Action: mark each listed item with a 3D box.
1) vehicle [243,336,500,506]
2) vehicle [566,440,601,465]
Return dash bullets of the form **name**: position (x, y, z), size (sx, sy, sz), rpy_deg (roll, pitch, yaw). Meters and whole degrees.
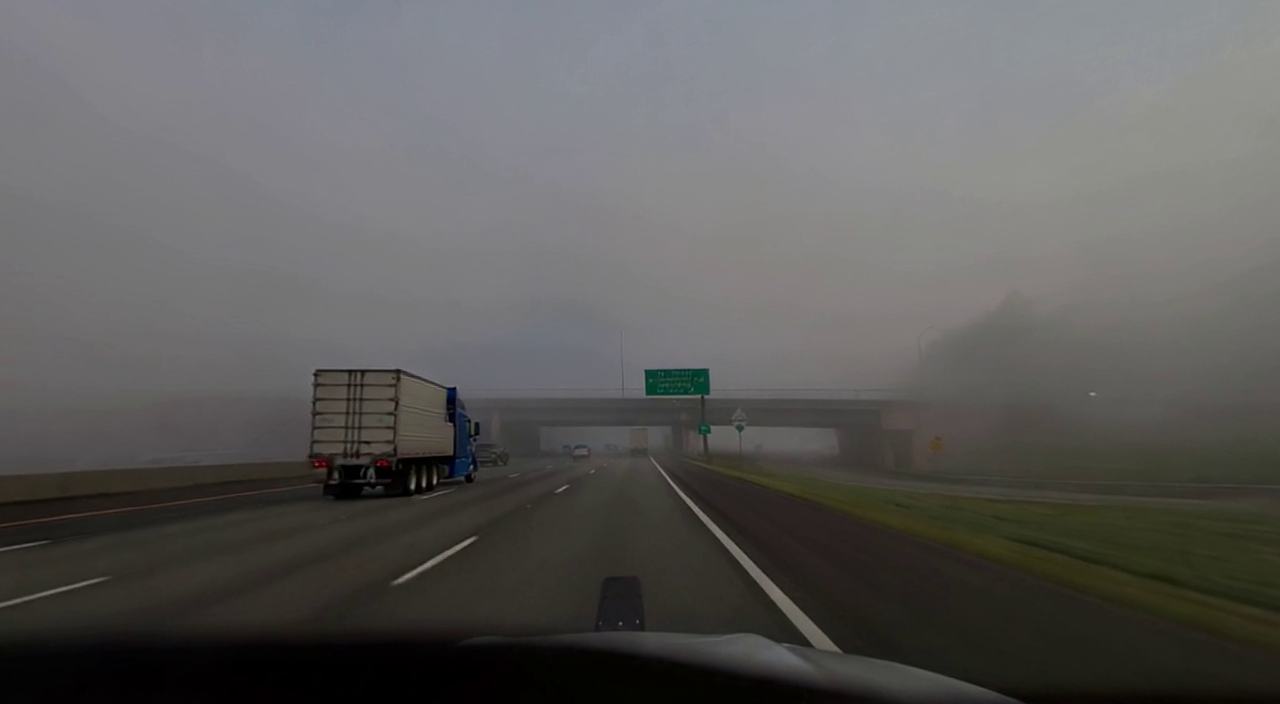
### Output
- **vehicle**: position (-7.189, 2.299, 19.452), size (3.303, 3.868, 10.298), rpy_deg (0, -9, 0)
- **vehicle**: position (-4.087, 7.341, 46.076), size (2.094, 1.695, 4.260), rpy_deg (0, -9, 1)
